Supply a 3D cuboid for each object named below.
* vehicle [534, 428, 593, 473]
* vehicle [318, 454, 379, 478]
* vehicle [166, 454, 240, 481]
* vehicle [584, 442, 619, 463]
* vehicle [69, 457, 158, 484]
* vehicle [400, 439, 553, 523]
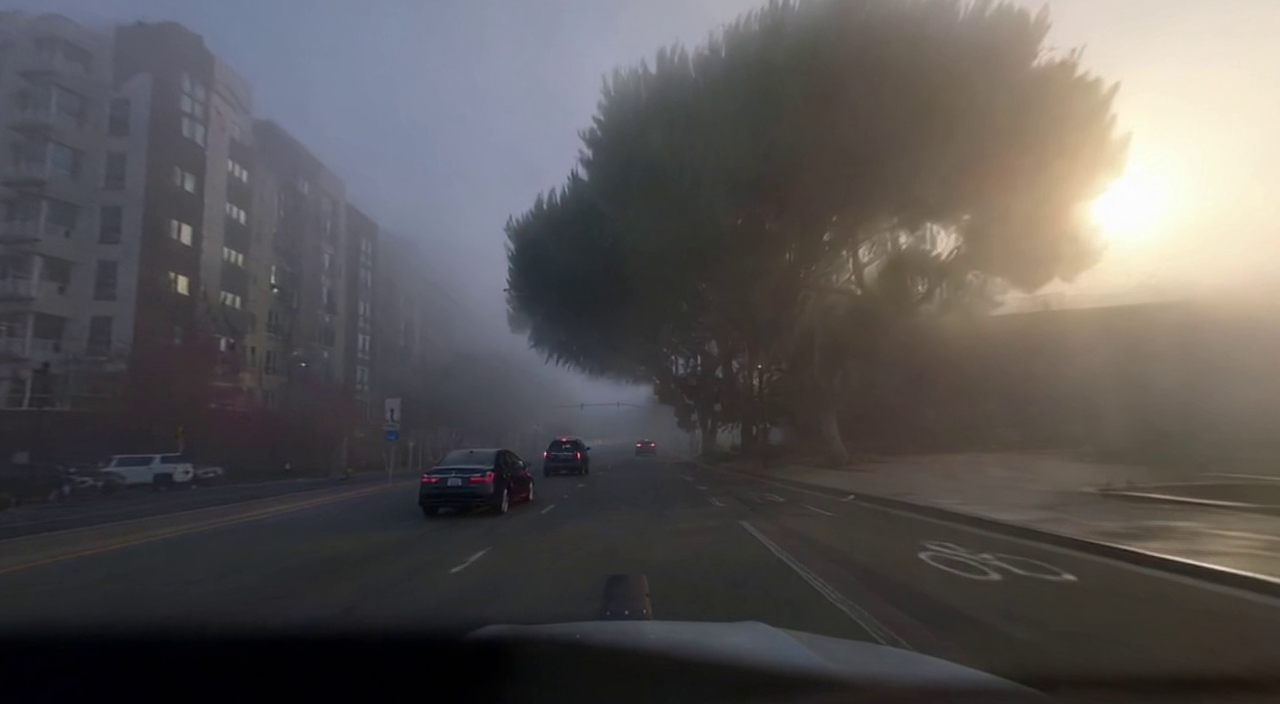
[{"bbox_3d":[-3.524,4.686,30.060,2.152,1.987,4.527,0,-9,1],"label":"vehicle"},{"bbox_3d":[-19.693,7.694,42.824,1.878,1.472,4.736,0,-9,1],"label":"vehicle"},{"bbox_3d":[-28.718,7.556,41.555,1.859,1.614,4.102,0,-9,1],"label":"vehicle"},{"bbox_3d":[-2.783,7.463,47.091,2.246,1.481,4.146,0,-9,2],"label":"vehicle"},{"bbox_3d":[-34.345,7.710,41.283,1.868,1.591,4.503,0,-9,0],"label":"vehicle"},{"bbox_3d":[-3.102,2.535,12.968,1.959,1.406,4.272,0,-9,1],"label":"vehicle"}]
